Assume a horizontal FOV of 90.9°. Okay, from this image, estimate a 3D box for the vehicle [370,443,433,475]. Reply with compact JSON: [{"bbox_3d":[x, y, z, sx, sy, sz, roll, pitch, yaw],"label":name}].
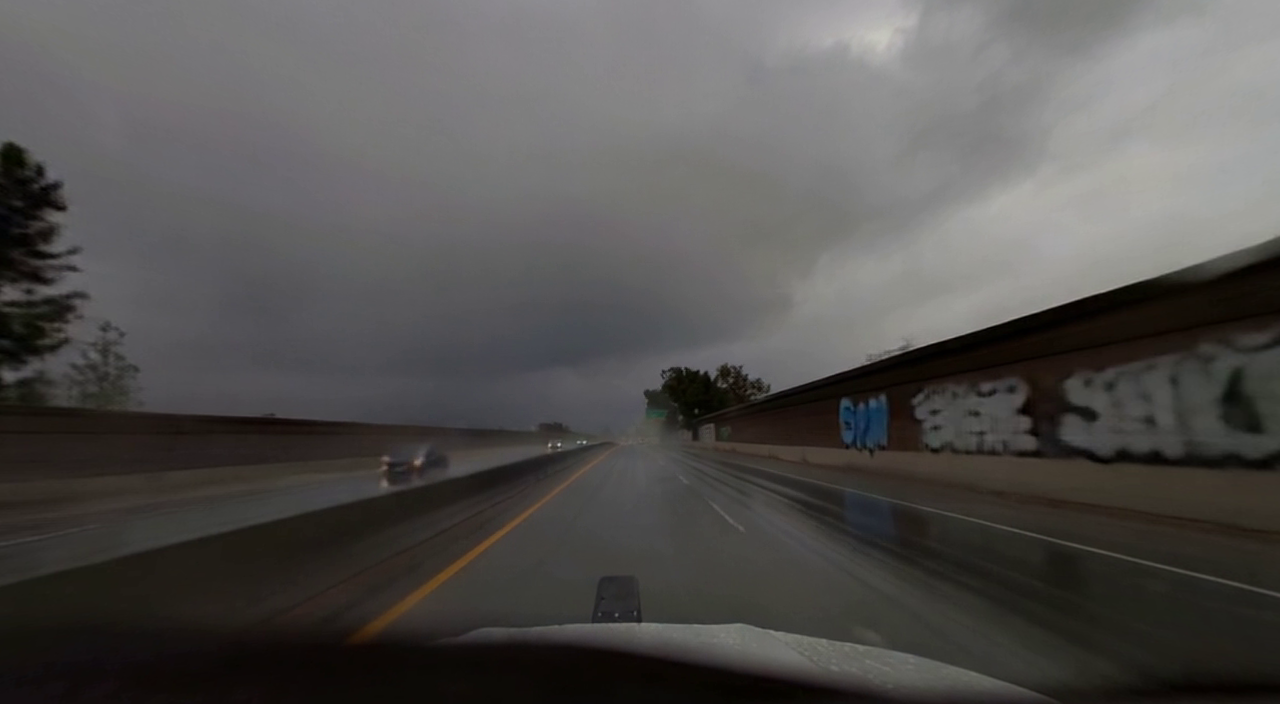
[{"bbox_3d":[-13.027,5.841,34.743,1.809,1.557,4.394,0,-8,-1],"label":"vehicle"}]
